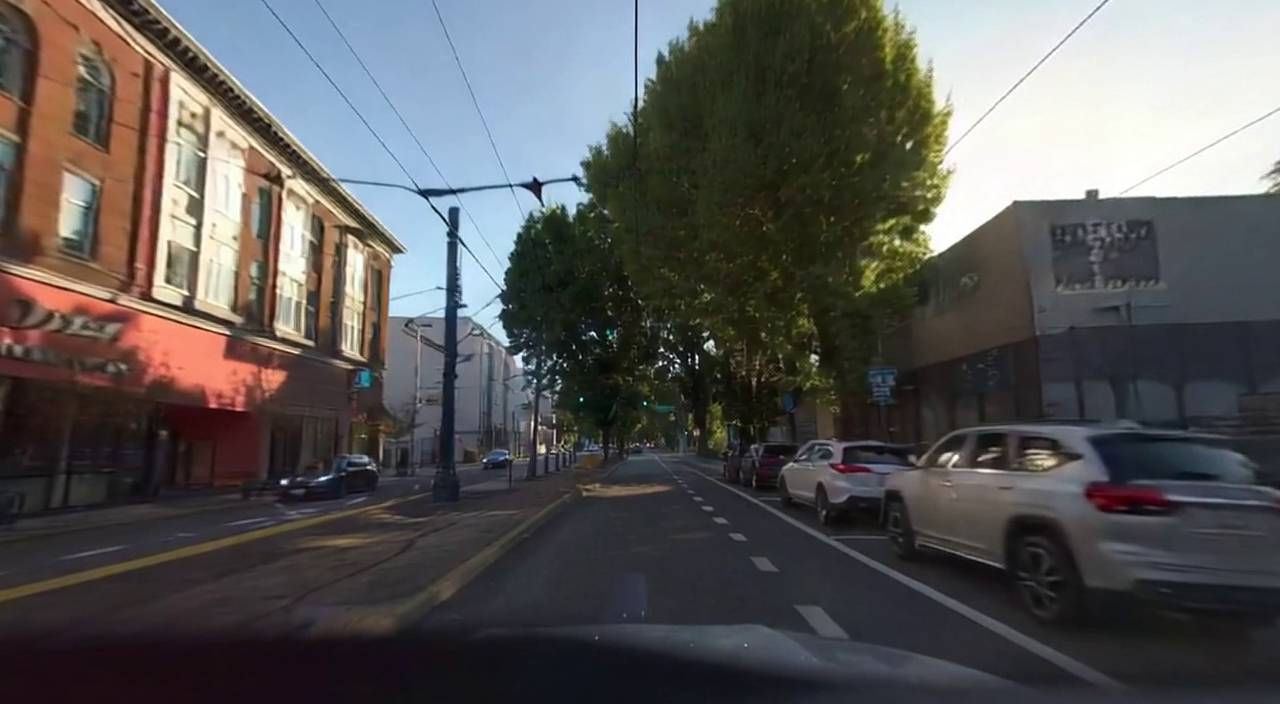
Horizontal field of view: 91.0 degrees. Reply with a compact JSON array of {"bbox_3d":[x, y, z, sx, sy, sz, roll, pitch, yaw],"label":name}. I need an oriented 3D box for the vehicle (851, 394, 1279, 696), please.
[{"bbox_3d":[3.504,1.336,5.507,1.903,1.596,4.144,-1,-8,1],"label":"vehicle"}]

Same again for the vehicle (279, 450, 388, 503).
[{"bbox_3d":[-9.395,3.809,19.633,1.877,1.430,3.712,1,-8,-7],"label":"vehicle"}]

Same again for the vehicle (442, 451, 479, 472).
[{"bbox_3d":[-13.412,8.181,47.293,1.954,1.445,4.432,1,-8,-6],"label":"vehicle"}]

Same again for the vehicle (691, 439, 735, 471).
[{"bbox_3d":[4.007,5.772,35.319,2.051,1.656,3.989,-1,-8,1],"label":"vehicle"}]
